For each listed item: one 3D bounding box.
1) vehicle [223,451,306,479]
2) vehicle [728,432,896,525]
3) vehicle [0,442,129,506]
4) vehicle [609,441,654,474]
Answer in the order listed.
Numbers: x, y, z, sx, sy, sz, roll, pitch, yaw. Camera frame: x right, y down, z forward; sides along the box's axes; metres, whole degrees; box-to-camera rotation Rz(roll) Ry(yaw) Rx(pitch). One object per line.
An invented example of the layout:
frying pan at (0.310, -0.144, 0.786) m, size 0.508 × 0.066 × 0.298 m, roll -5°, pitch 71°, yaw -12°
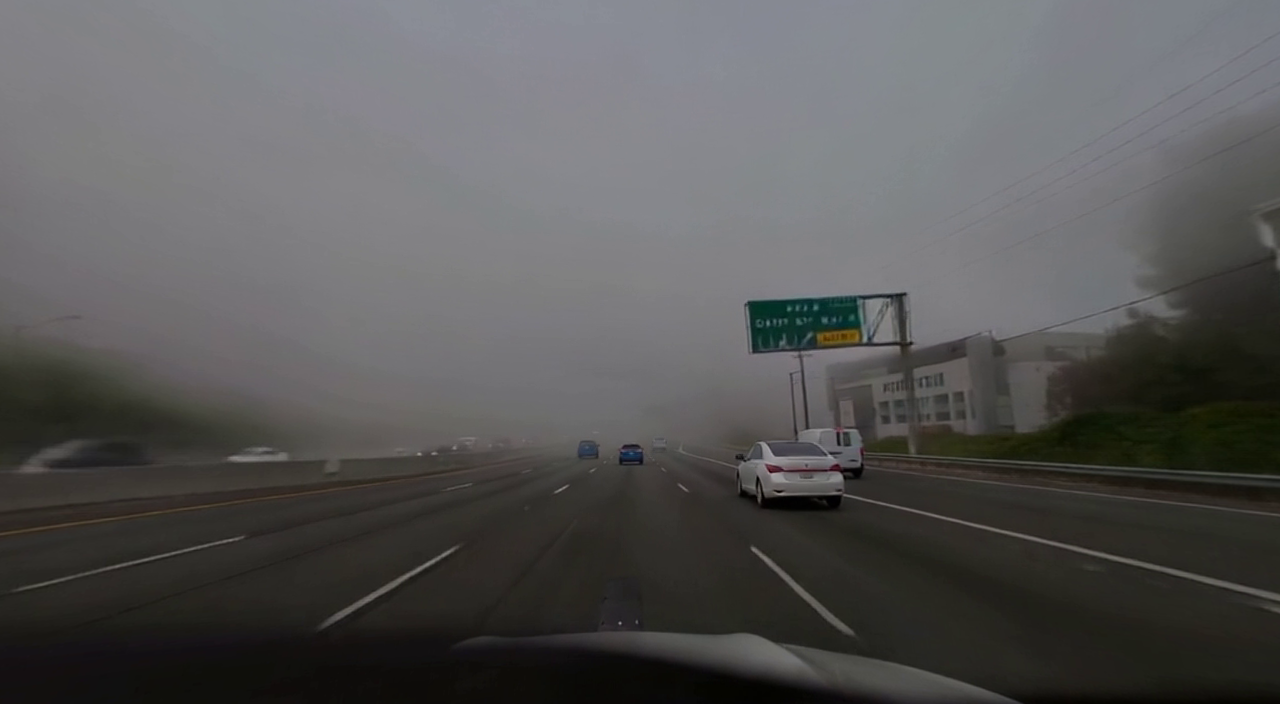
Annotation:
vehicle at (-22.035, 6.648, 37.222) m, size 1.857 × 1.497 × 4.857 m, roll 0°, pitch -8°, yaw 1°
vehicle at (3.177, 2.436, 12.742) m, size 1.995 × 1.533 × 4.463 m, roll 0°, pitch -8°, yaw -2°
vehicle at (-16.722, 3.230, 17.028) m, size 1.890 × 1.564 × 4.563 m, roll 0°, pitch -8°, yaw 1°
vehicle at (-0.459, 5.046, 30.285) m, size 2.019 × 1.472 × 3.971 m, roll 0°, pitch -8°, yaw -2°
